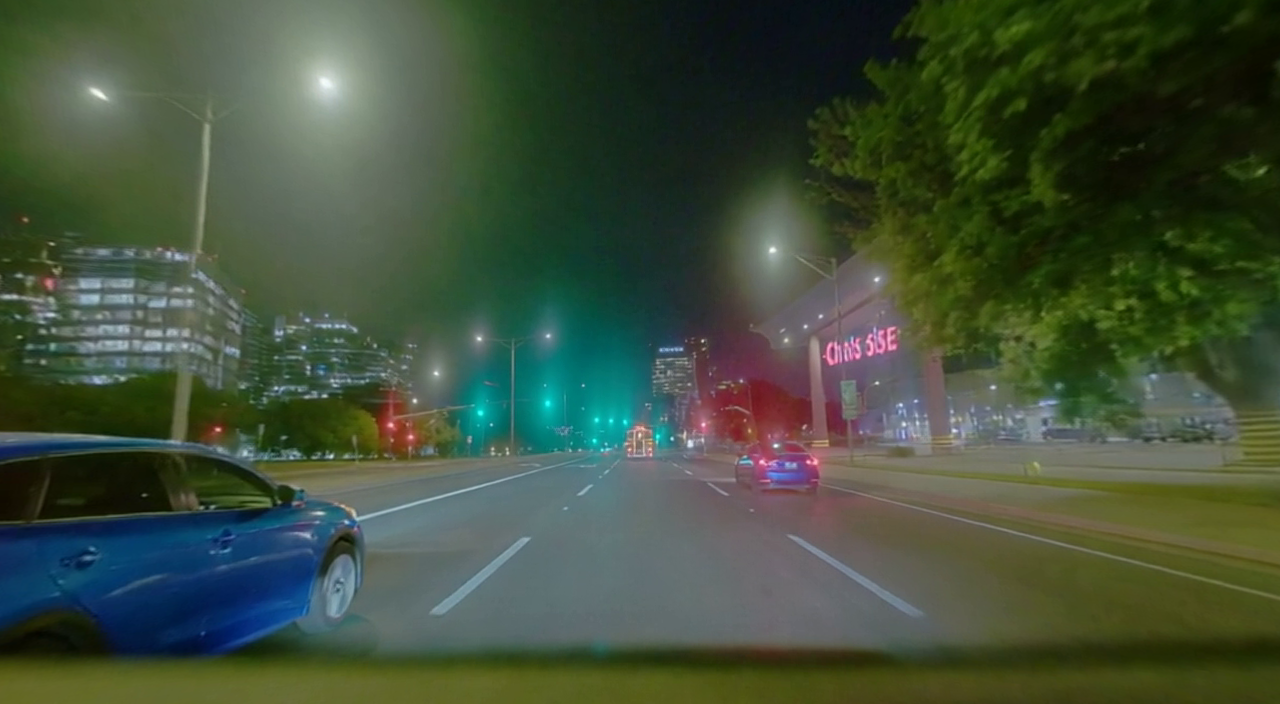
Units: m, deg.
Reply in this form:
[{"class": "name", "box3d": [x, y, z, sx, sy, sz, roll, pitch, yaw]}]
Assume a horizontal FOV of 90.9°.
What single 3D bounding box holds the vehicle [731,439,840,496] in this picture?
[{"class": "vehicle", "box3d": [4.055, 3.299, 18.462, 2.005, 1.442, 4.675, 0, -8, -1]}]
